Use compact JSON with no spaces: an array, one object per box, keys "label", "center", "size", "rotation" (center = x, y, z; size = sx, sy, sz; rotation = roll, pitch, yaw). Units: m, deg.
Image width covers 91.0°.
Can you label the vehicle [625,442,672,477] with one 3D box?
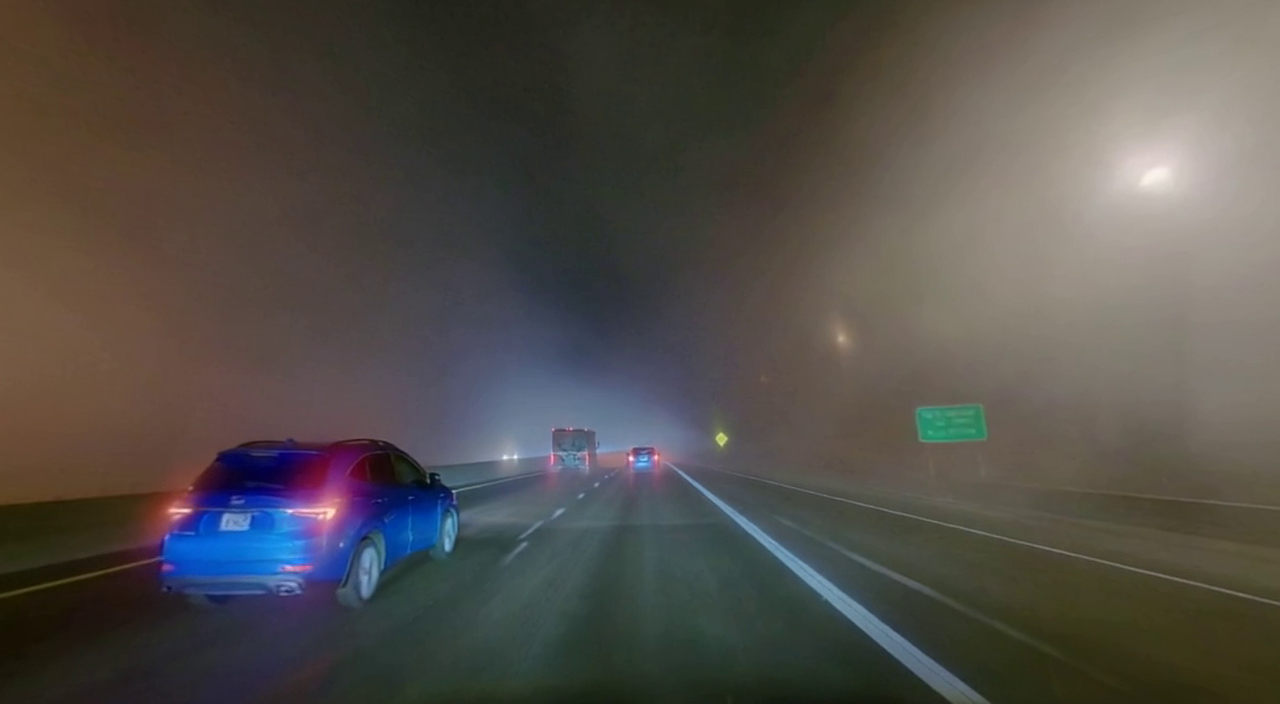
[{"label":"vehicle","center":[0.426,5.160,30.523],"size":[2.086,1.548,4.325],"rotation":[0,-9,1]}]

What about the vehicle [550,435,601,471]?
[{"label":"vehicle","center":[-3.586,5.767,36.081],"size":[2.264,1.901,4.647],"rotation":[0,-9,2]}]
